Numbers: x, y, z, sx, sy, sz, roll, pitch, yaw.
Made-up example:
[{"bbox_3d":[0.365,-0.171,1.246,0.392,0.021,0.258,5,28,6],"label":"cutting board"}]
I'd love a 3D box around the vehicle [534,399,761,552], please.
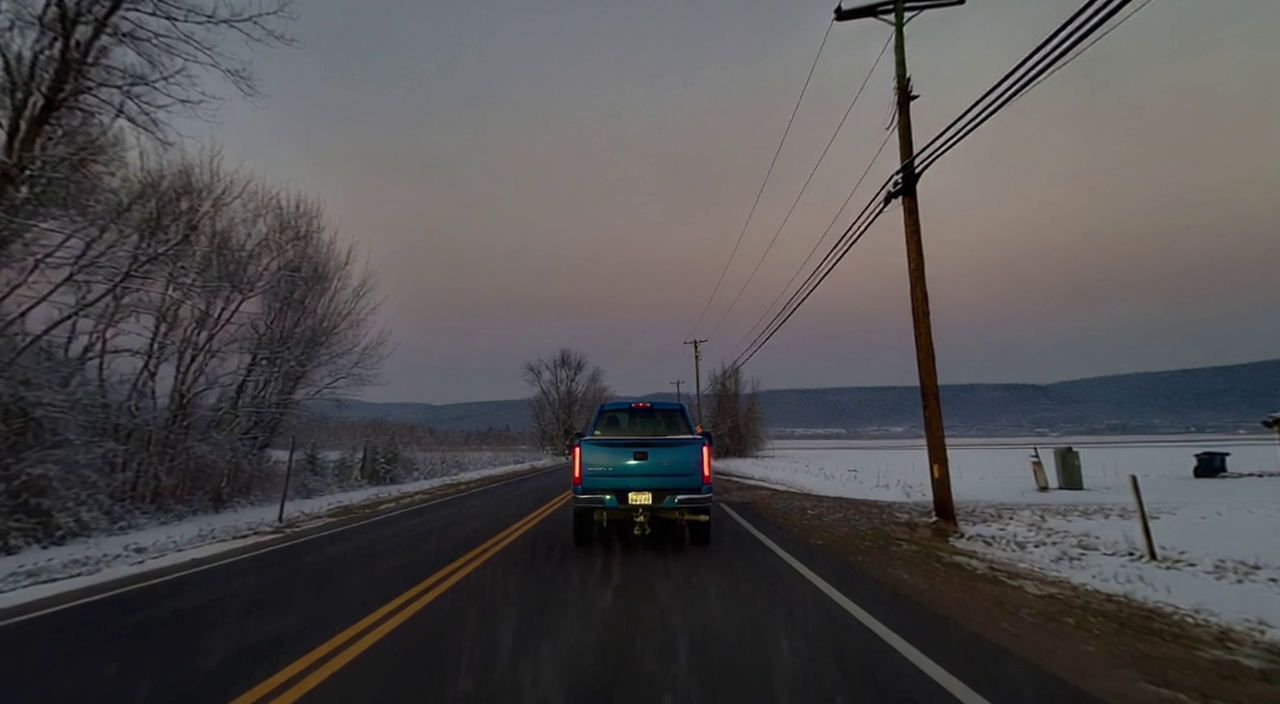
[{"bbox_3d":[0.058,1.949,10.774,2.774,1.861,5.885,0,-8,-1],"label":"vehicle"}]
